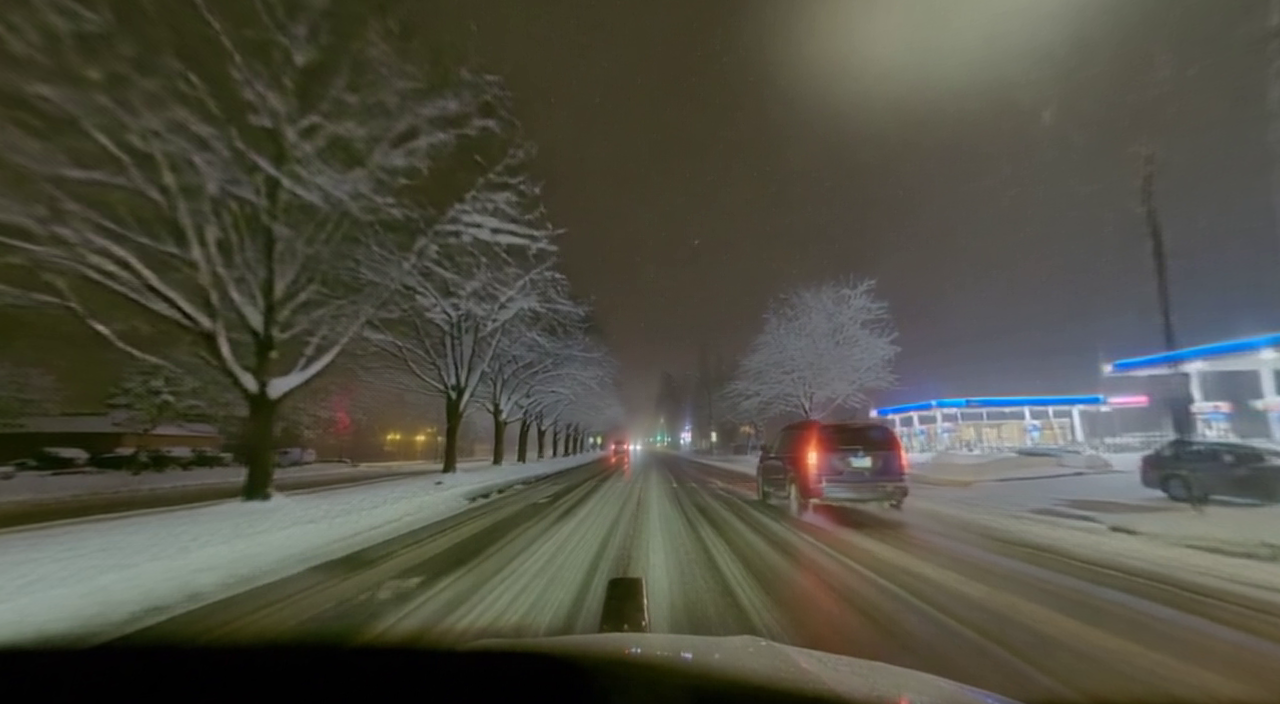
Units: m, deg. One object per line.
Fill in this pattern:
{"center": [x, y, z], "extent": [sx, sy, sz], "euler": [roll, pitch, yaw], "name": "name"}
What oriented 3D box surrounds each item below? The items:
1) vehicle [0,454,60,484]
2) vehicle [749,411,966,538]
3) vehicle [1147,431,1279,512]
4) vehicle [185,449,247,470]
{"center": [-31.964, 5.830, 31.477], "extent": [4.149, 1.418, 1.899], "euler": [-1, -8, 1], "name": "vehicle"}
{"center": [3.480, 2.077, 11.342], "extent": [2.151, 1.771, 4.792], "euler": [0, -8, 0], "name": "vehicle"}
{"center": [13.162, 2.381, 12.798], "extent": [1.899, 1.514, 4.749], "euler": [-2, -8, 2], "name": "vehicle"}
{"center": [-31.842, 8.080, 47.432], "extent": [3.408, 1.370, 1.770], "euler": [-2, -8, 0], "name": "vehicle"}
